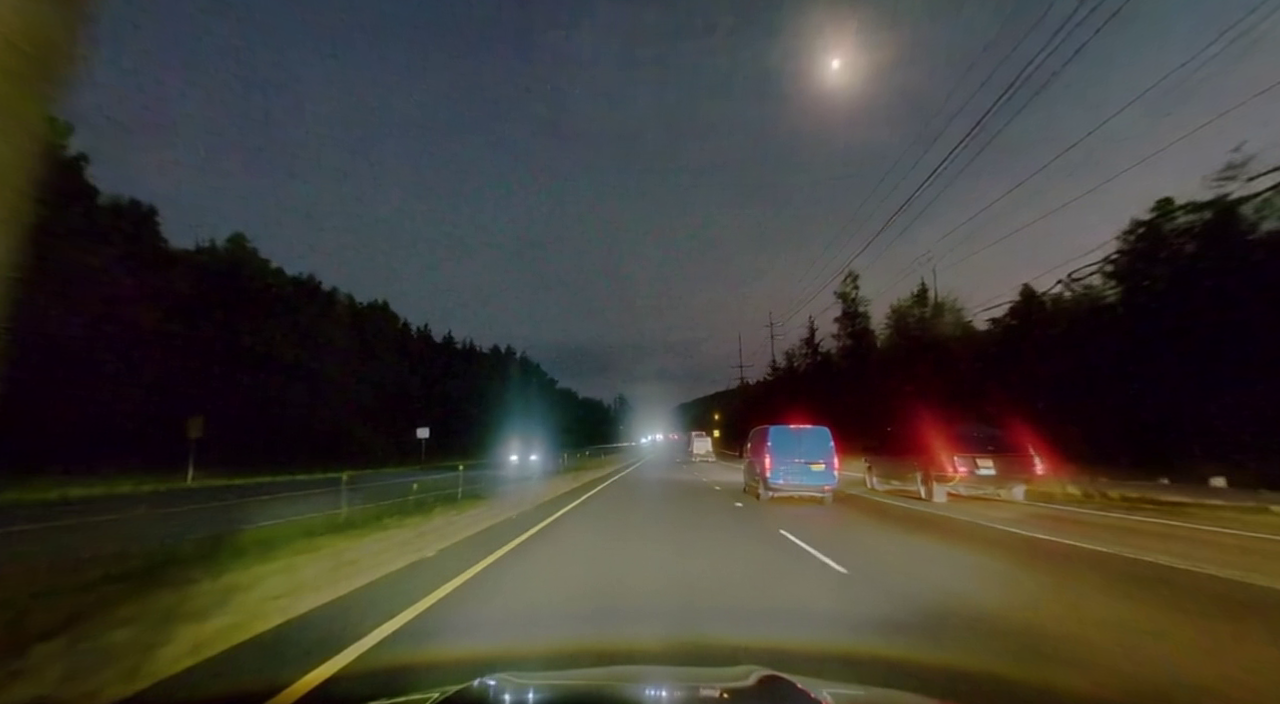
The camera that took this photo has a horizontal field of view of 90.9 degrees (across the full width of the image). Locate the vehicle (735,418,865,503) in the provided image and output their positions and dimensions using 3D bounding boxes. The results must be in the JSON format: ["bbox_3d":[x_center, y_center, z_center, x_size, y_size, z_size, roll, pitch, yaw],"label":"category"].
[{"bbox_3d":[4.173,2.963,17.483,2.261,1.969,5.104,0,-9,0],"label":"vehicle"}]
